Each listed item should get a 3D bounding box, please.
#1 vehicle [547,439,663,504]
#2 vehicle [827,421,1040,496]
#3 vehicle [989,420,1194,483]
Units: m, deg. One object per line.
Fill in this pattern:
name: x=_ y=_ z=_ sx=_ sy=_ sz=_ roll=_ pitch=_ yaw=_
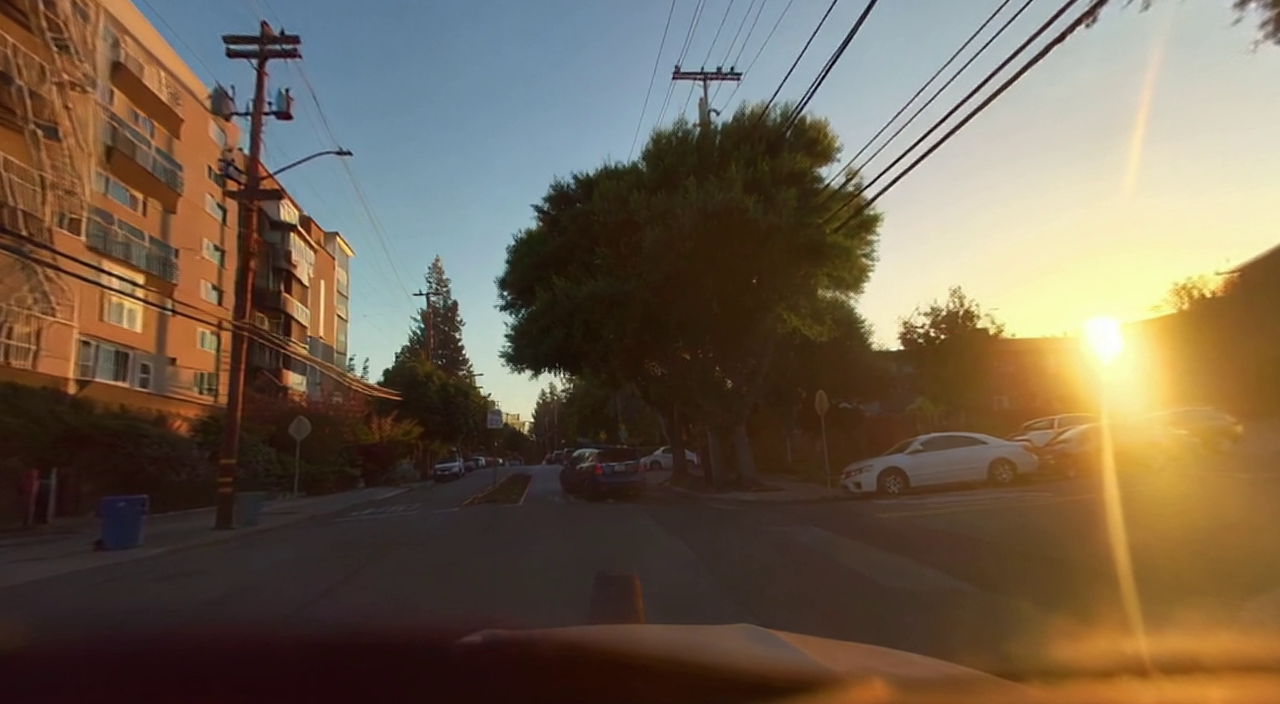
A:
vehicle: x=-1.309 y=3.864 z=20.952 sx=2.155 sy=1.872 sz=4.790 roll=4 pitch=-10 yaw=-26
vehicle: x=7.953 y=2.943 z=17.356 sx=4.877 sy=1.755 sz=1.918 roll=0 pitch=-12 yaw=-10
vehicle: x=13.060 y=2.889 z=18.389 sx=4.830 sy=1.490 sz=1.878 roll=-1 pitch=-10 yaw=-11
